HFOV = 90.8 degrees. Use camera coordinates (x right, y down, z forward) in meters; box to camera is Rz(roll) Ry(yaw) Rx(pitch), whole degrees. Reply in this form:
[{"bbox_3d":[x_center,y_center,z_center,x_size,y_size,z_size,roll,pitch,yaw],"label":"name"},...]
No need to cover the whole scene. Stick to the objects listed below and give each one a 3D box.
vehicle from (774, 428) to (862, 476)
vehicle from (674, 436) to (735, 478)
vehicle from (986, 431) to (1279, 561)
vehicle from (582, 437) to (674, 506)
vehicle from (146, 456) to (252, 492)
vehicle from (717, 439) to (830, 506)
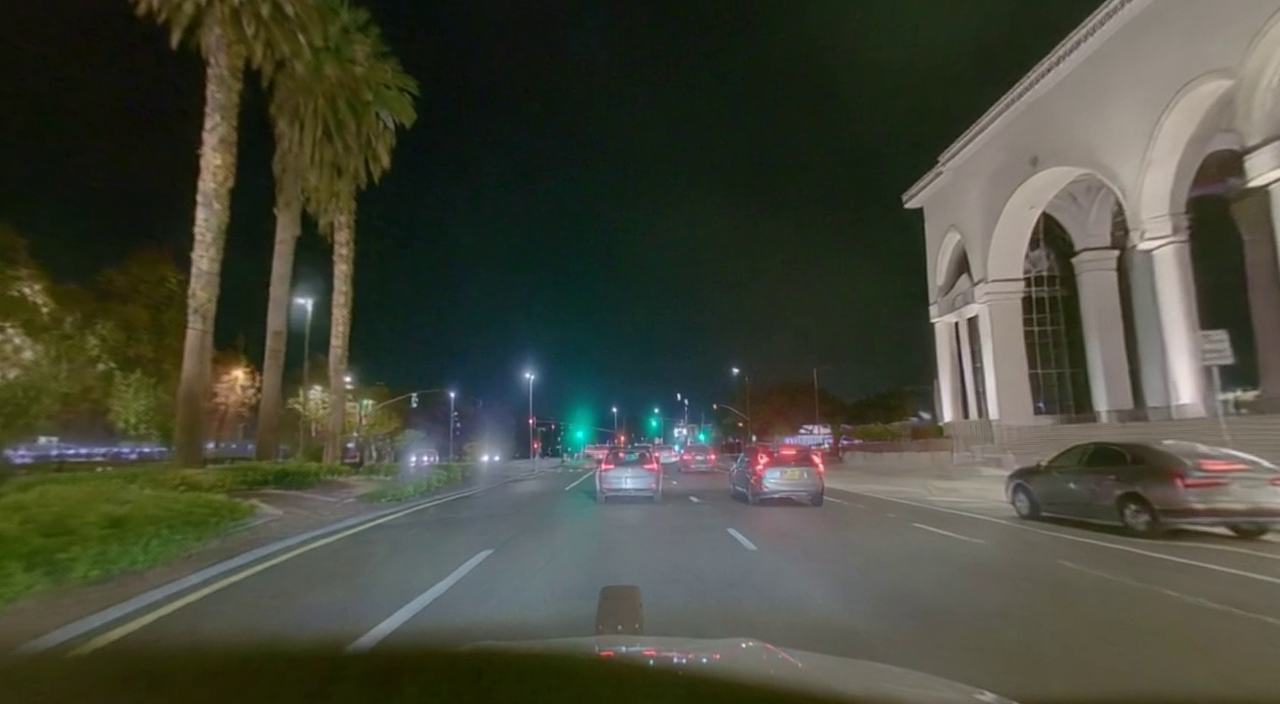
[{"bbox_3d":[7.840,4.414,28.430,2.200,1.933,5.123,0,-7,-3],"label":"vehicle"},{"bbox_3d":[3.122,5.332,32.549,2.127,1.854,7.971,0,-8,-1],"label":"vehicle"},{"bbox_3d":[8.152,2.096,10.247,1.970,1.559,4.911,0,-8,-5],"label":"vehicle"},{"bbox_3d":[-0.307,2.948,16.047,2.050,1.521,3.747,0,-8,-1],"label":"vehicle"},{"bbox_3d":[-20.875,5.769,30.152,1.935,1.479,4.453,0,-8,-2],"label":"vehicle"},{"bbox_3d":[3.238,2.986,16.244,1.833,1.465,4.258,0,-8,-2],"label":"vehicle"}]
